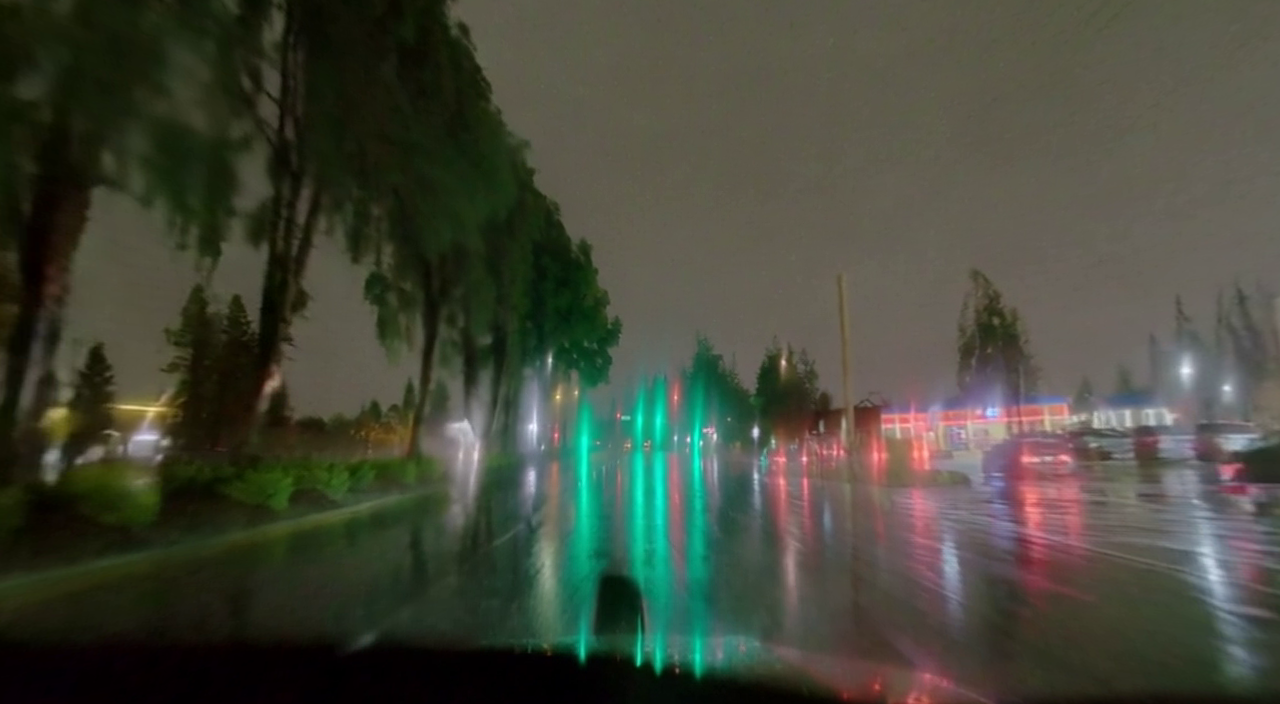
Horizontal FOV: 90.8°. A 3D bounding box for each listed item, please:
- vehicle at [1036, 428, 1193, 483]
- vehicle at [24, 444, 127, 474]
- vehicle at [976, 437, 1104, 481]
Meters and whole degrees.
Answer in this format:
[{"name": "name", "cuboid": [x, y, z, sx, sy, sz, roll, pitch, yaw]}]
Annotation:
[{"name": "vehicle", "cuboid": [17.342, 3.817, 23.487, 2.038, 1.812, 4.851, 0, -8, 0]}, {"name": "vehicle", "cuboid": [-31.851, 6.039, 35.731, 3.894, 1.590, 1.908, 0, -8, -1]}, {"name": "vehicle", "cuboid": [14.887, 3.985, 23.882, 1.920, 1.471, 4.516, 0, -8, 1]}]
